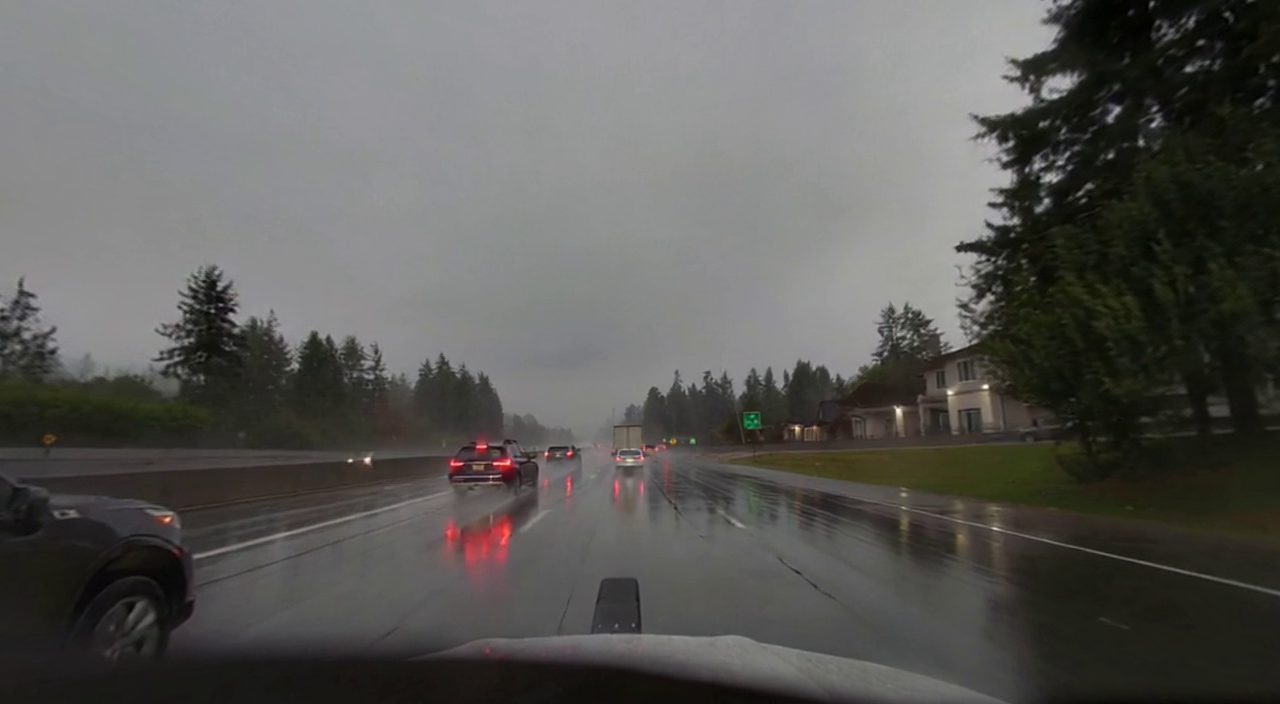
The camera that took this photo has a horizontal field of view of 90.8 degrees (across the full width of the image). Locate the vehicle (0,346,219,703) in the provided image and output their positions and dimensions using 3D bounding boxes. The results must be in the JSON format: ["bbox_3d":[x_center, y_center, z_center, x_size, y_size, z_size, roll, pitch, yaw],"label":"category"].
[{"bbox_3d":[-3.496,0.684,1.410,2.027,1.713,4.490,0,-9,-1],"label":"vehicle"}]

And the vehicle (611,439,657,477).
[{"bbox_3d":[-0.312,5.132,30.785,2.063,1.703,4.203,0,-9,-1],"label":"vehicle"}]

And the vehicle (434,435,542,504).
[{"bbox_3d":[-4.027,3.171,17.445,1.988,1.668,4.021,0,-9,0],"label":"vehicle"}]

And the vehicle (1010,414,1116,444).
[{"bbox_3d":[22.725,4.199,34.142,1.894,1.458,4.268,4,-9,-25],"label":"vehicle"}]

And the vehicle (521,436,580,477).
[{"bbox_3d":[-4.496,5.356,32.660,2.301,1.944,5.482,0,-9,-1],"label":"vehicle"}]
